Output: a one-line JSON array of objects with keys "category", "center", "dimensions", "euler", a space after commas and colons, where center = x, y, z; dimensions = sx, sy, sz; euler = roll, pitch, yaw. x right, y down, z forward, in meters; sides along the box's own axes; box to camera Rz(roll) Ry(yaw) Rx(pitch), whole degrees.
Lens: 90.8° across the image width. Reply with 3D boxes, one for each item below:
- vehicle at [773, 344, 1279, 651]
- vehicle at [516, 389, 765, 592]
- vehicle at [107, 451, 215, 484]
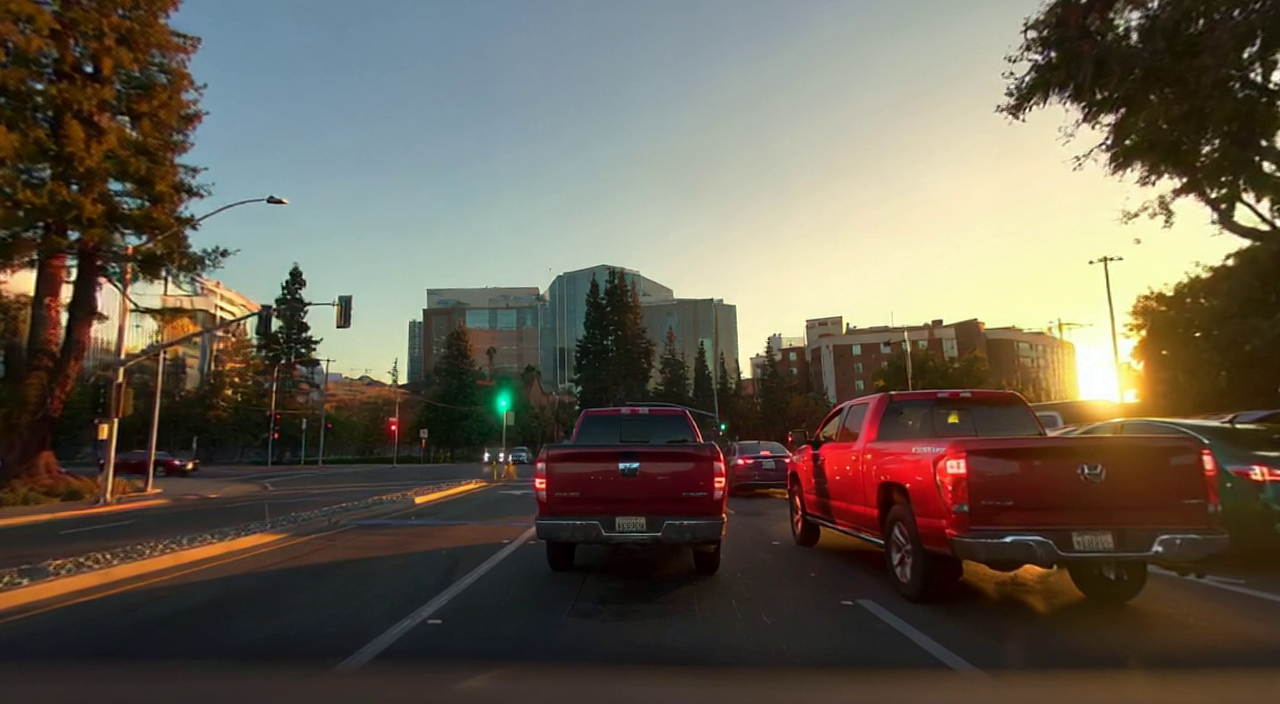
[{"category": "vehicle", "center": [3.325, 1.334, 6.936], "dimensions": [2.412, 1.953, 5.682], "euler": [0, -9, -1]}, {"category": "vehicle", "center": [-0.056, 1.620, 8.293], "dimensions": [2.240, 1.821, 5.001], "euler": [0, -9, -1]}, {"category": "vehicle", "center": [-26.383, 6.360, 34.989], "dimensions": [4.437, 1.669, 1.936], "euler": [5, -10, -30]}]
